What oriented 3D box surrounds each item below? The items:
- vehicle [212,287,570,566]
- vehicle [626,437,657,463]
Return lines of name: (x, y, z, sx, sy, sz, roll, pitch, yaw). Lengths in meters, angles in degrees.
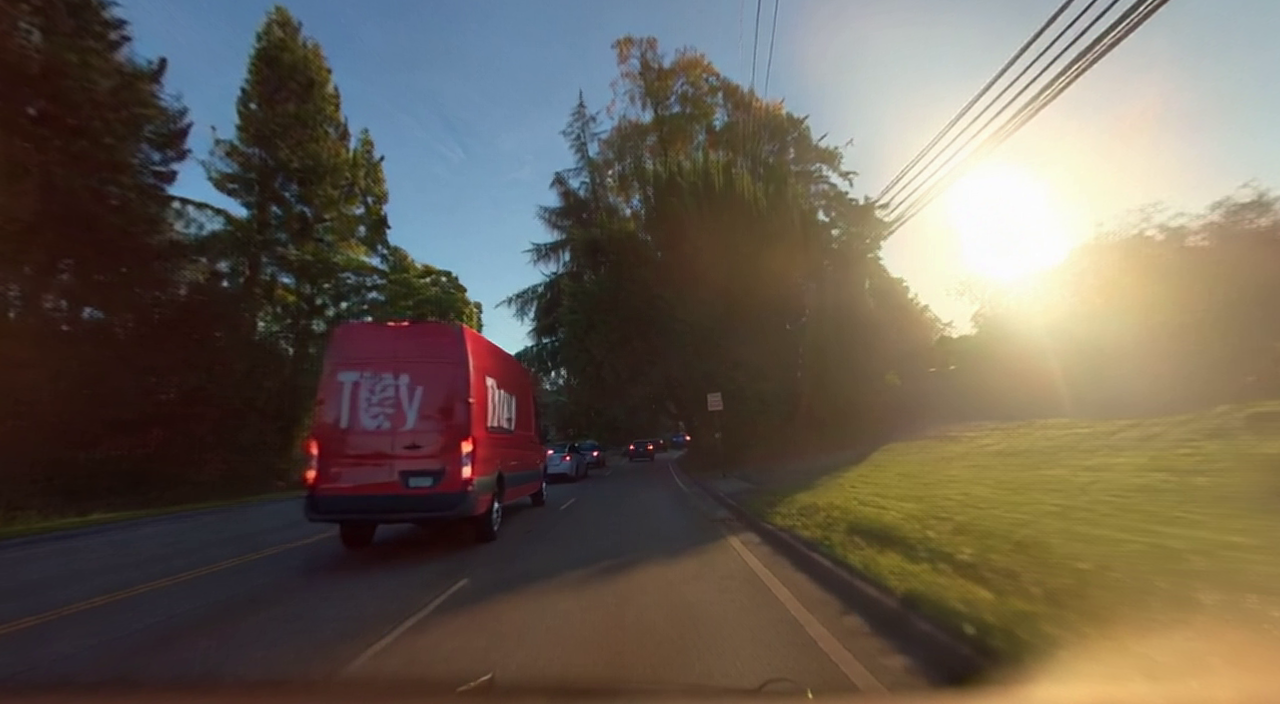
vehicle: (-3.312, 1.482, 11.759, 2.818, 3.181, 9.114, 0, -9, 1)
vehicle: (0.167, 7.424, 47.831, 2.241, 1.912, 4.095, 0, -8, 1)
